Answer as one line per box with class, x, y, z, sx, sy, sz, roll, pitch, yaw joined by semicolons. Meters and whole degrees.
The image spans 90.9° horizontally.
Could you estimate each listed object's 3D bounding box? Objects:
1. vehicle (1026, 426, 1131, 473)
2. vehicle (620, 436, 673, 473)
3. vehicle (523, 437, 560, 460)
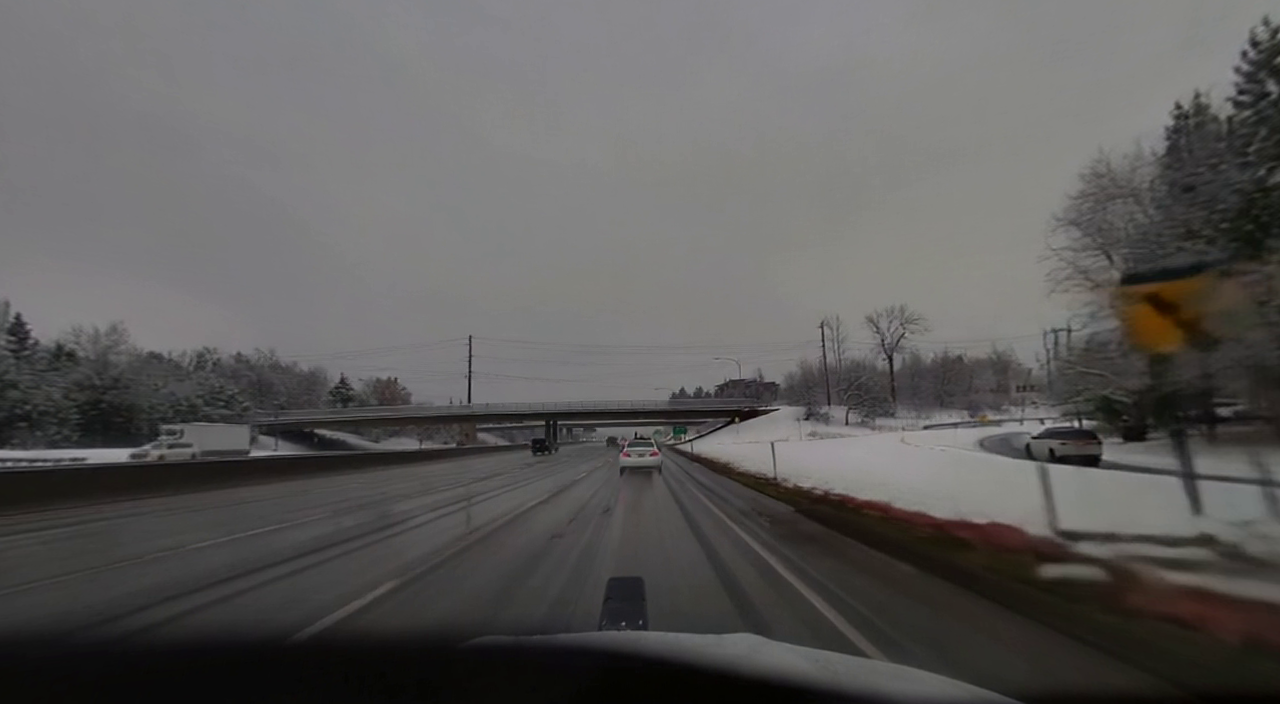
vehicle;18.415;4.098;26.788;2.095;1.674;4.530;2;-8;13
vehicle;0.256;4.401;27.311;2.145;1.493;4.146;0;-8;0
vehicle;-7.481;7.358;48.196;2.067;1.682;4.388;0;-8;1
